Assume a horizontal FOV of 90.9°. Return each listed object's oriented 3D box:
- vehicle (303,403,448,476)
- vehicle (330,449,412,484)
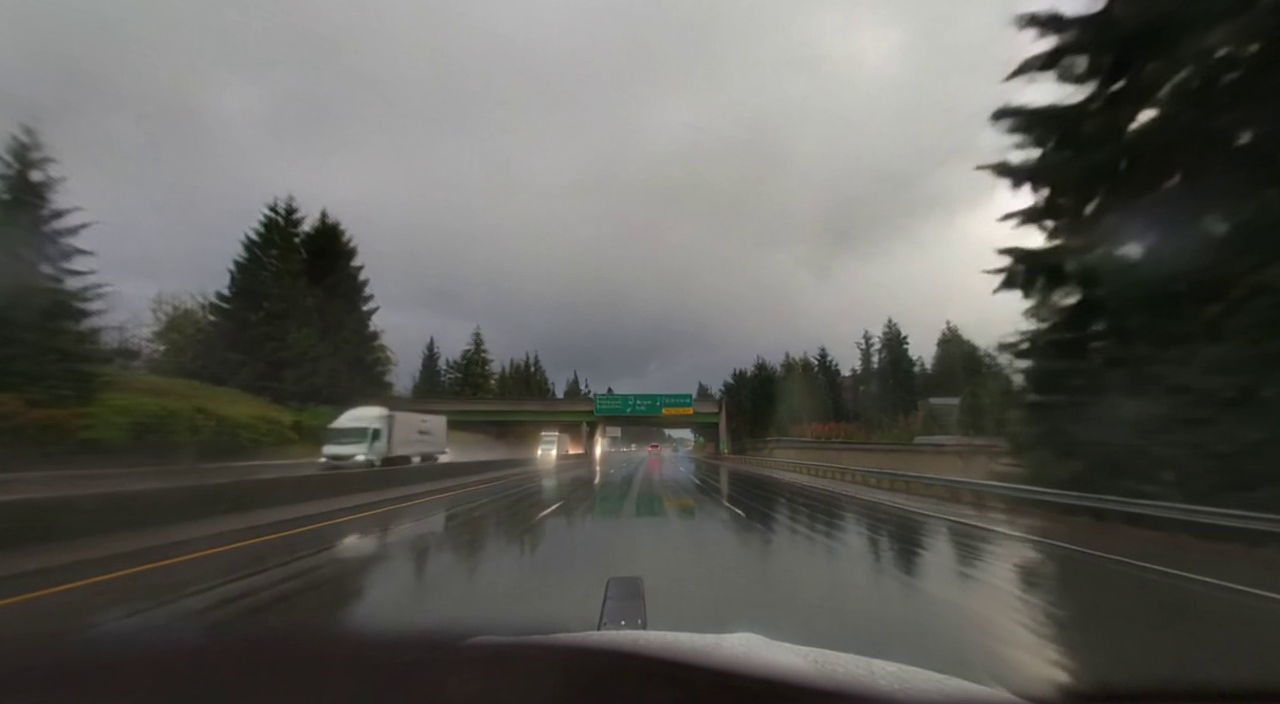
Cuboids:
[{"bbox_3d":[-16.684,5.869,41.740,2.886,3.974,14.639,0,-9,2],"label":"vehicle"},{"bbox_3d":[-12.488,5.301,29.574,1.800,1.470,4.577,0,-9,1],"label":"vehicle"}]
